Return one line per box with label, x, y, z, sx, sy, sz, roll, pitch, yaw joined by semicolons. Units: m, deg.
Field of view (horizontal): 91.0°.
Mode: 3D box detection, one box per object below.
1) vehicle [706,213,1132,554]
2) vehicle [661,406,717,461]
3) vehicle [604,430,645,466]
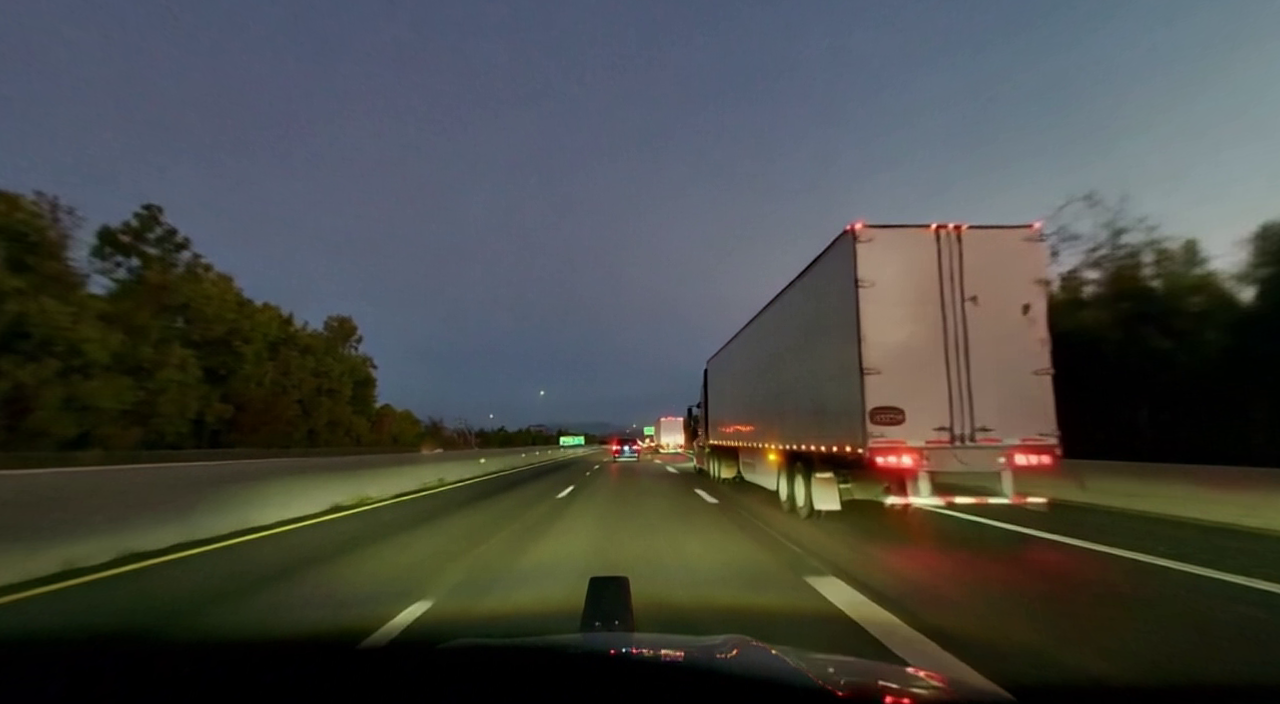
vehicle;4.043;1.322;14.763;3.005;4.121;14.417;0;-8;-2
vehicle;3.462;6.212;47.491;2.947;3.657;11.192;0;-8;-2
vehicle;-0.875;5.490;36.048;2.211;1.933;4.315;0;-8;-2
